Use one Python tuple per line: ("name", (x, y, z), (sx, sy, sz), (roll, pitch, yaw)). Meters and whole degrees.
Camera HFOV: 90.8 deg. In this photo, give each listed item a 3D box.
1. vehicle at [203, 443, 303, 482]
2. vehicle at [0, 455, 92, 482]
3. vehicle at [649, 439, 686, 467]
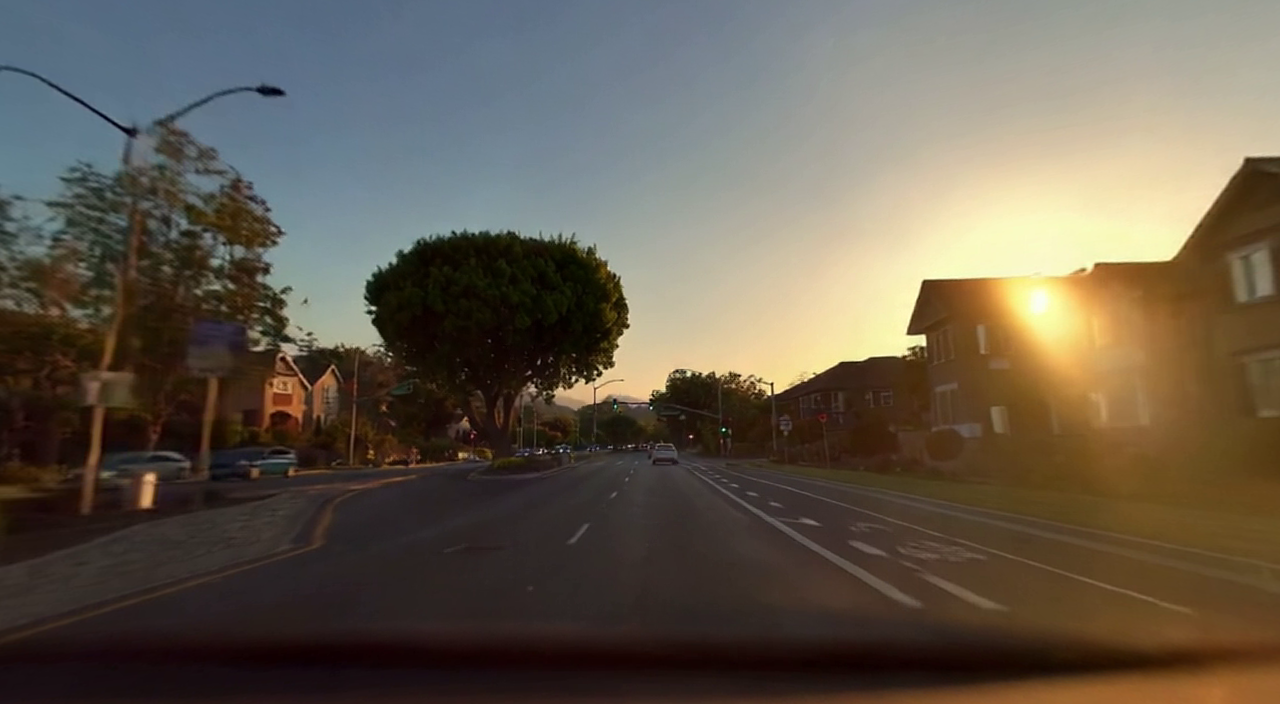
("vehicle", (-18.895, 5.393, 31.134), (1.963, 1.782, 4.520), (0, -9, 2))
("vehicle", (-36.177, 6.946, 37.787), (1.813, 1.460, 4.703), (-3, -9, 21))
("vehicle", (1.848, 7.003, 43.946), (2.273, 1.851, 5.075), (0, -9, 0))
